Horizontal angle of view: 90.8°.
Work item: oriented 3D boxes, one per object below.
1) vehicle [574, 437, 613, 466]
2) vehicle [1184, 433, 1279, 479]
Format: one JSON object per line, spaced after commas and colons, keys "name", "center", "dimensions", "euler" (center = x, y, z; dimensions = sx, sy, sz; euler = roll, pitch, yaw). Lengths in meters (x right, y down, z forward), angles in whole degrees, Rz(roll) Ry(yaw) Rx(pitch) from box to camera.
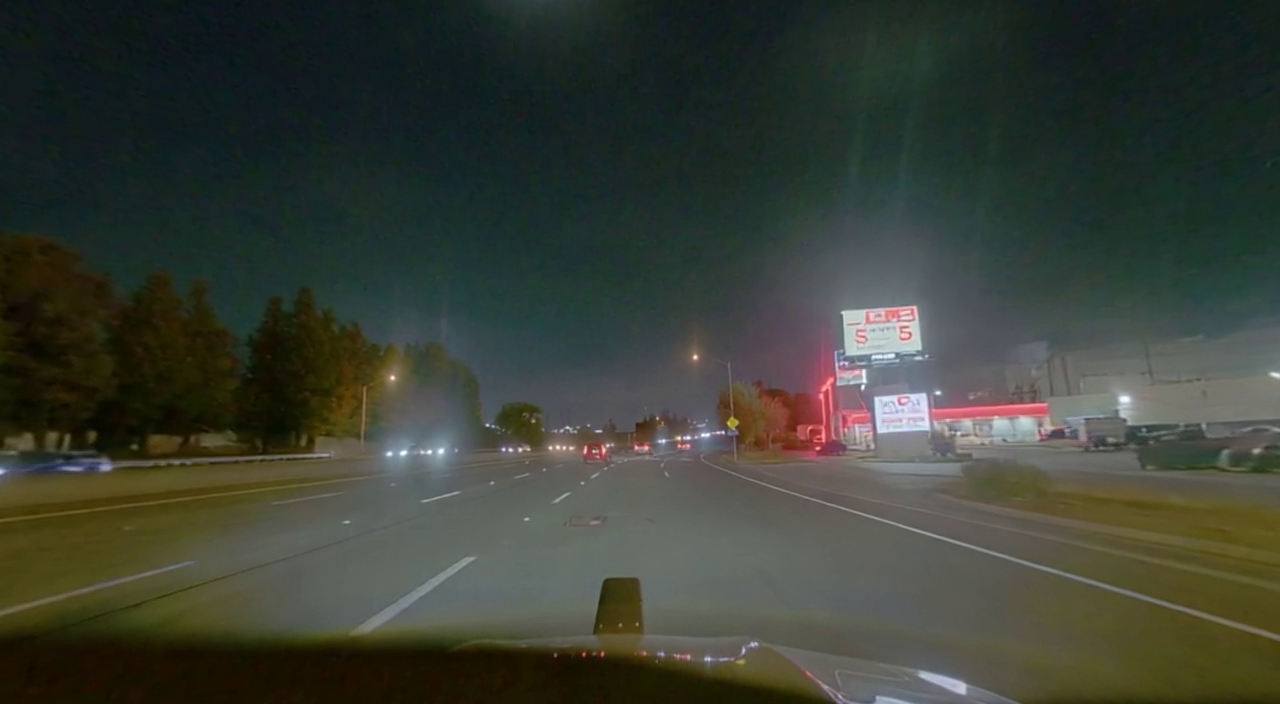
{"name": "vehicle", "center": [-3.049, 6.693, 42.590], "dimensions": [2.139, 1.782, 4.079], "euler": [0, -9, 3]}
{"name": "vehicle", "center": [21.439, 3.496, 21.193], "dimensions": [4.503, 1.448, 1.819], "euler": [-8, -13, 34]}
